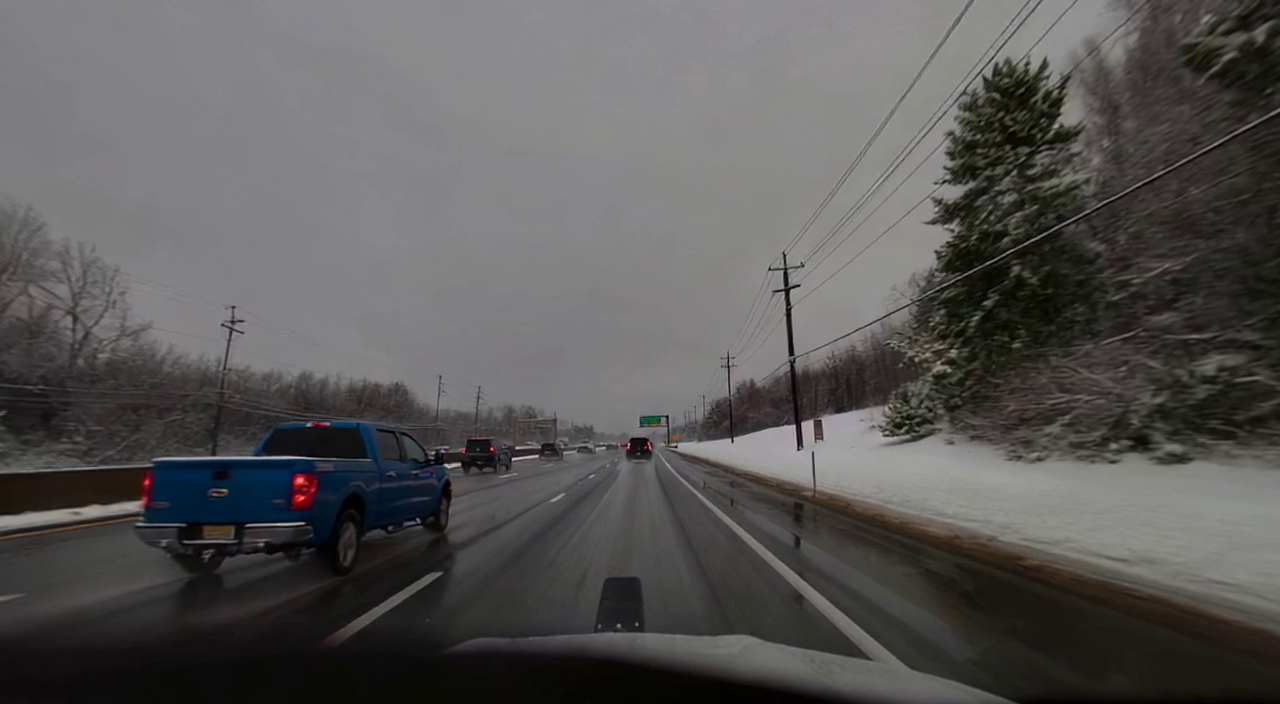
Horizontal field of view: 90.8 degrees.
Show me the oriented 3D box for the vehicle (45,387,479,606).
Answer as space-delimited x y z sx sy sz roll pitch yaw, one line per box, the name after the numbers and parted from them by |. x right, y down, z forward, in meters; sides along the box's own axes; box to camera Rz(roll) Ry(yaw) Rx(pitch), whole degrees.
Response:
-3.825 1.586 7.964 2.204 1.812 5.289 0 -8 0 | vehicle

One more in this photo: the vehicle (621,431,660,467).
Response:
-0.016 6.242 40.790 2.358 2.144 4.713 0 -8 -1 | vehicle
